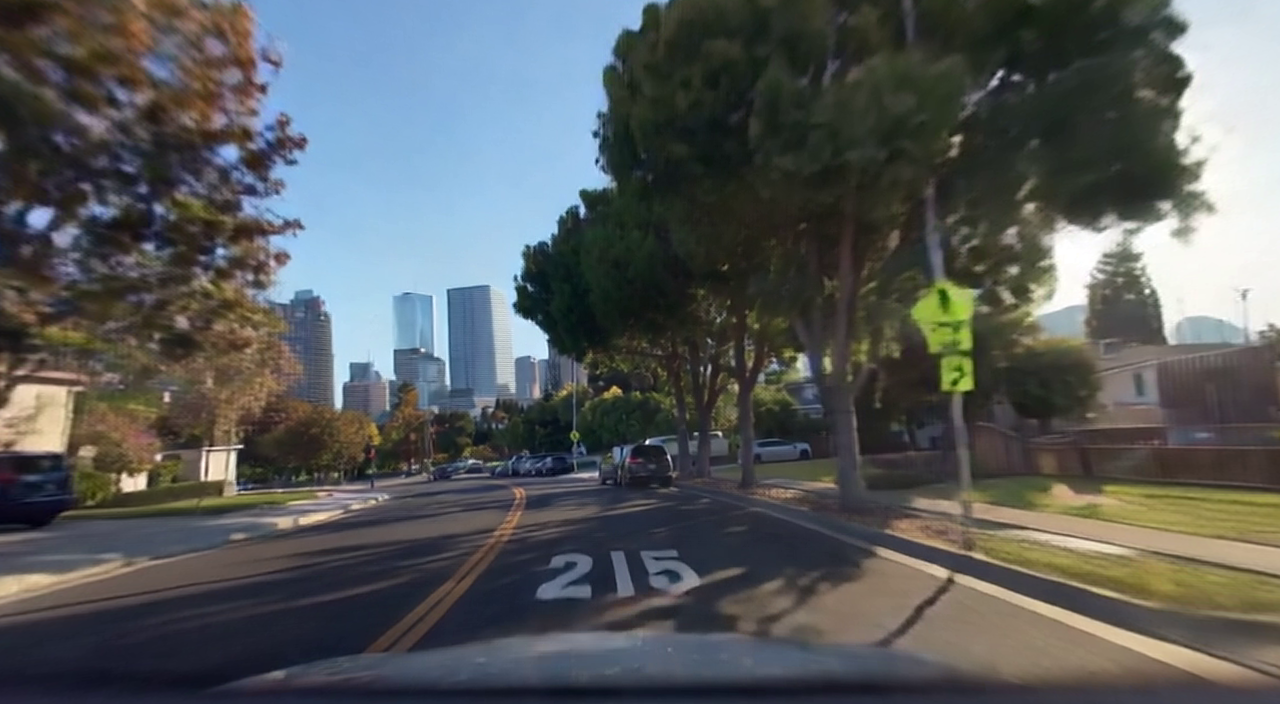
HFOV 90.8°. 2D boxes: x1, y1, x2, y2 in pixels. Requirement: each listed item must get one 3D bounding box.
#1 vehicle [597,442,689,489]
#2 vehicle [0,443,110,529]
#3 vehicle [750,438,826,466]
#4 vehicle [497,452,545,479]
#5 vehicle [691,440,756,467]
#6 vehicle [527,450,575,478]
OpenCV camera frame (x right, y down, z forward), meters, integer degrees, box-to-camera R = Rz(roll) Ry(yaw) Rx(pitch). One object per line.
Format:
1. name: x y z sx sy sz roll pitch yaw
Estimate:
1. vehicle: -0.059 4.091 23.201 2.181 1.494 5.023 1 -9 -14
2. vehicle: -13.736 2.610 12.337 4.664 1.580 1.973 2 -9 -18
3. vehicle: 8.500 5.691 36.084 4.253 1.458 1.900 6 -11 -37
4. vehicle: -9.170 8.601 48.223 2.180 1.849 5.423 4 -9 -26
5. vehicle: 5.332 6.398 40.142 4.157 1.431 1.753 4 -8 -41
6. vehicle: -5.898 7.318 41.439 1.965 1.663 4.744 3 -9 -22
